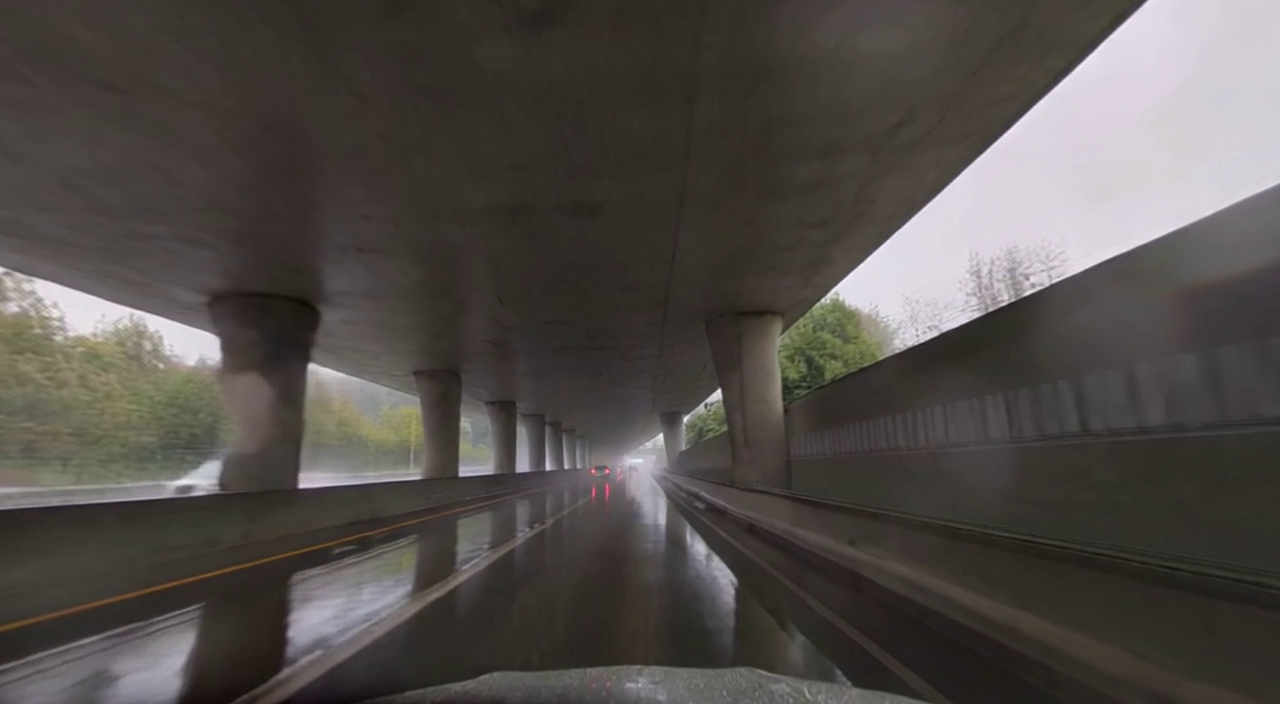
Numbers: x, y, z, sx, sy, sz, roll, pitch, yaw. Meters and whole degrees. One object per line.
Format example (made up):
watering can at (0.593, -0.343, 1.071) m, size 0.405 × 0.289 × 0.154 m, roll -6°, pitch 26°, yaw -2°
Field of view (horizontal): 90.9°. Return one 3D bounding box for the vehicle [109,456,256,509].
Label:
vehicle at (-16.181, 4.628, 22.636) m, size 1.903 × 1.670 × 4.377 m, roll 0°, pitch -10°, yaw 0°
